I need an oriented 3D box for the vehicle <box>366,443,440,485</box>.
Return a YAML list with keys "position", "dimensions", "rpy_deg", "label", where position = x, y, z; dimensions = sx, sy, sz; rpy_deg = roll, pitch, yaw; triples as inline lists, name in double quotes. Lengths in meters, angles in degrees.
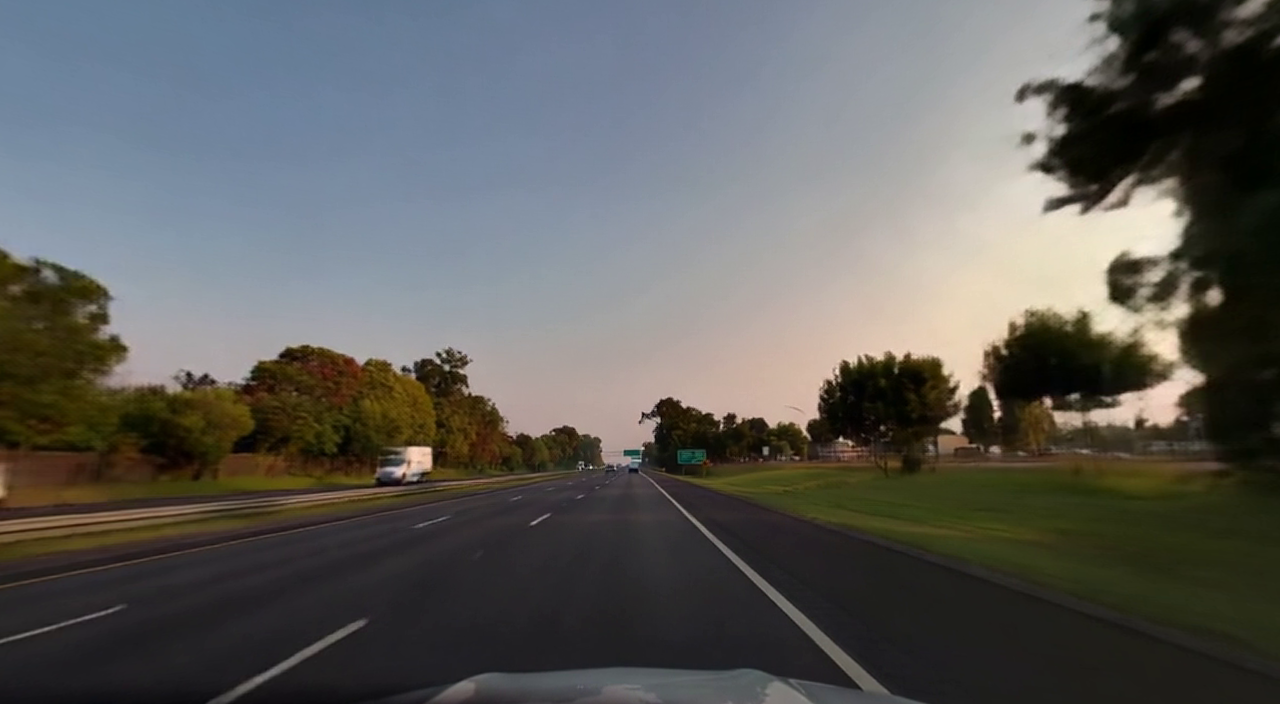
- position: [-17.968, 8.631, 48.311]
  dimensions: [2.657, 2.861, 7.458]
  rpy_deg: [1, -11, 0]
  label: "vehicle"
